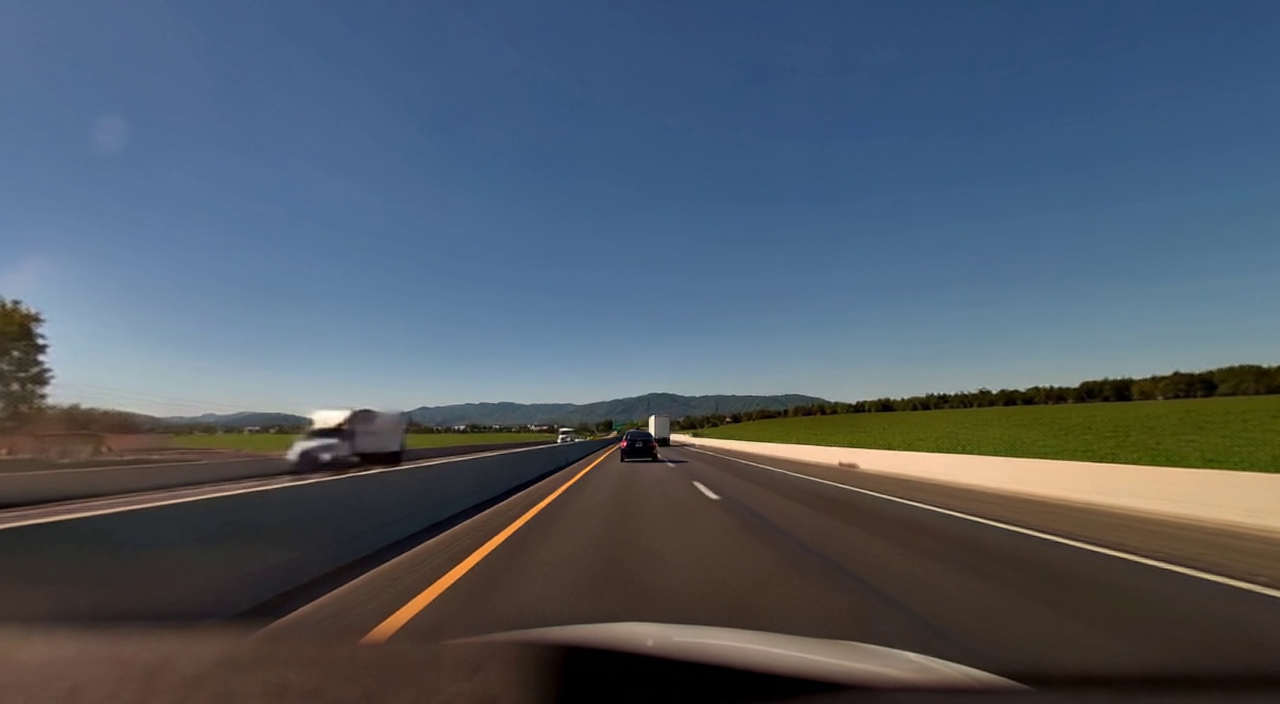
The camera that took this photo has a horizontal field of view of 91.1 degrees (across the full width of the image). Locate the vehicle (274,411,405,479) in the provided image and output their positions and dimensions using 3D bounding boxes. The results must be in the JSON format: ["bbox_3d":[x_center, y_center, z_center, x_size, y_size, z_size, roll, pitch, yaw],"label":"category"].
[{"bbox_3d":[-12.404,3.895,26.660,2.566,2.551,6.084,0,-8,-1],"label":"vehicle"}]

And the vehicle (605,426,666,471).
[{"bbox_3d":[-0.194,3.826,25.089,2.216,1.623,4.220,0,-8,-1],"label":"vehicle"}]
